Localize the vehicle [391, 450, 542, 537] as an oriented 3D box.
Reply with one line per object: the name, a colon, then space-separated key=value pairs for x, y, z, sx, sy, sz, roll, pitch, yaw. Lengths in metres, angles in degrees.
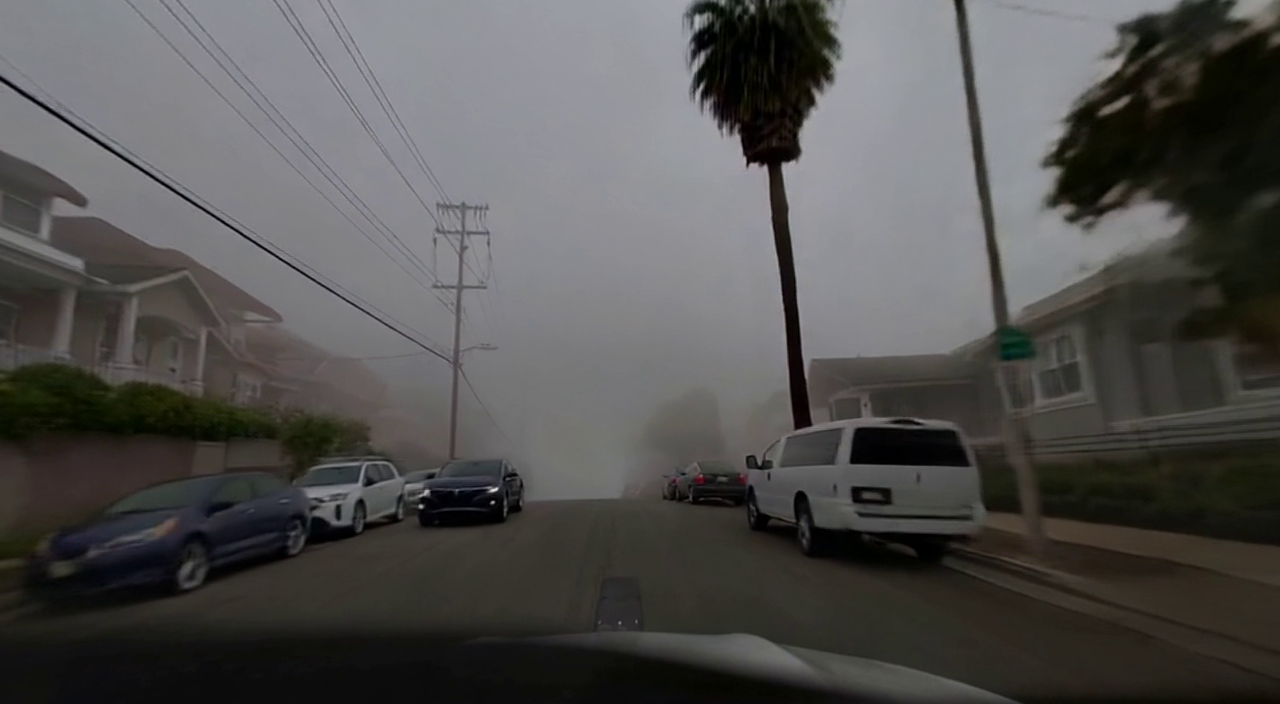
vehicle: x=-3.482 y=2.911 z=13.646 sx=2.060 sy=1.483 sz=4.574 roll=0 pitch=-8 yaw=-1

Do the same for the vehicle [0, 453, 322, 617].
vehicle: x=-6.184 y=2.160 z=8.461 sx=1.889 sy=1.499 sz=4.468 roll=1 pitch=-8 yaw=-6

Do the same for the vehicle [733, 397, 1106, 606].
vehicle: x=3.211 y=1.886 z=9.219 sx=2.358 sy=2.008 sz=5.957 roll=0 pitch=-8 yaw=-4

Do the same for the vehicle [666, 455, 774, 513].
vehicle: x=2.308 y=4.001 z=19.597 sx=2.212 sy=1.476 sz=4.678 roll=1 pitch=-8 yaw=-7

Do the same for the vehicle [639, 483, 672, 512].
vehicle: x=0.895 y=8.952 z=38.961 sx=1.756 sy=1.455 sz=3.965 roll=0 pitch=-8 yaw=-3
